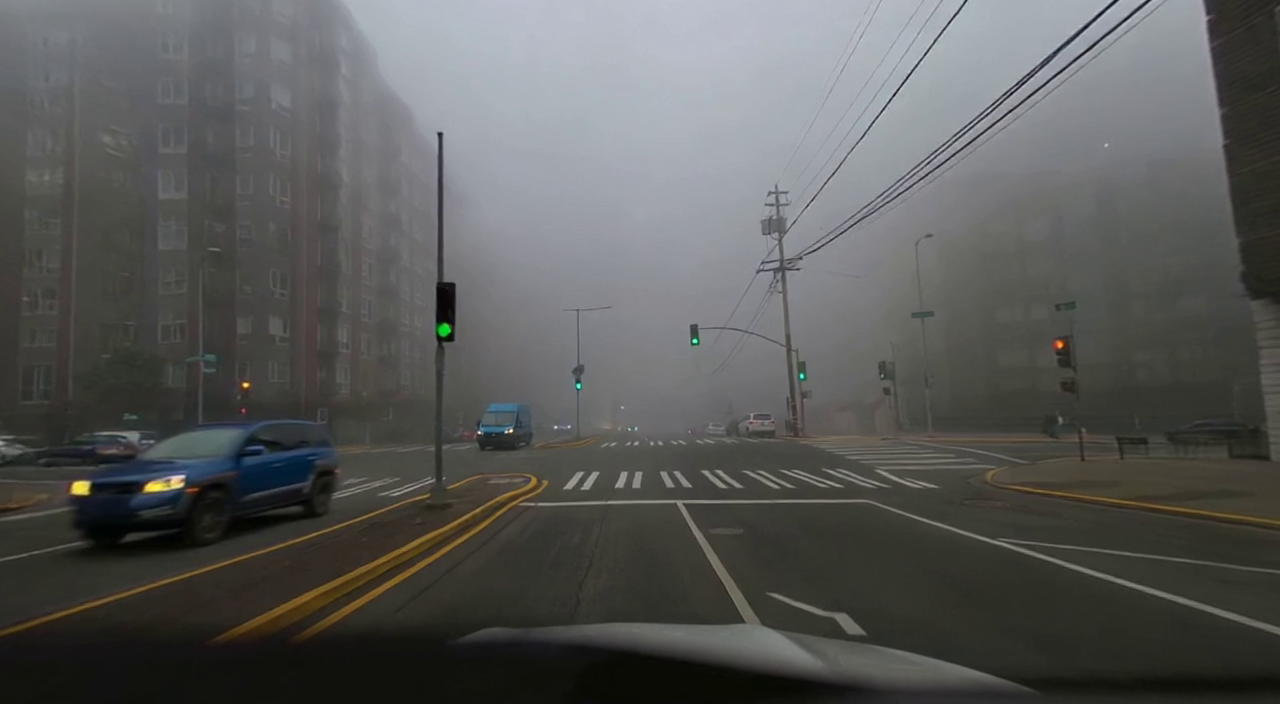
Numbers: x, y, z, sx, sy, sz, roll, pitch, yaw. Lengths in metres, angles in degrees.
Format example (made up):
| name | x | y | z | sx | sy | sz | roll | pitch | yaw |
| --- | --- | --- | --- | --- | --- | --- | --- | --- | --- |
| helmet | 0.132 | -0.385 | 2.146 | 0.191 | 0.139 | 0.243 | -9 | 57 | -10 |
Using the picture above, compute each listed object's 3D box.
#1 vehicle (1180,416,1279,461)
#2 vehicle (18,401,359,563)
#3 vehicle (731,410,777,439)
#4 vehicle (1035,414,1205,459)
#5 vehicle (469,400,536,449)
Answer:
| name | x | y | z | sx | sy | sz | roll | pitch | yaw |
| --- | --- | --- | --- | --- | --- | --- | --- | --- | --- |
| vehicle | 21.957 | 3.045 | 22.016 | 4.432 | 1.480 | 1.818 | 0 | -8 | 4 |
| vehicle | -6.671 | 1.942 | 10.274 | 2.158 | 1.871 | 4.742 | -3 | -8 | -1 |
| vehicle | 7.181 | 4.662 | 40.371 | 1.996 | 1.704 | 4.490 | 0 | -8 | -2 |
| vehicle | 16.333 | 2.881 | 21.673 | 4.210 | 1.449 | 1.974 | 0 | -6 | 0 |
| vehicle | -7.396 | 3.941 | 34.727 | 2.515 | 2.476 | 5.364 | 0 | -6 | 0 |
